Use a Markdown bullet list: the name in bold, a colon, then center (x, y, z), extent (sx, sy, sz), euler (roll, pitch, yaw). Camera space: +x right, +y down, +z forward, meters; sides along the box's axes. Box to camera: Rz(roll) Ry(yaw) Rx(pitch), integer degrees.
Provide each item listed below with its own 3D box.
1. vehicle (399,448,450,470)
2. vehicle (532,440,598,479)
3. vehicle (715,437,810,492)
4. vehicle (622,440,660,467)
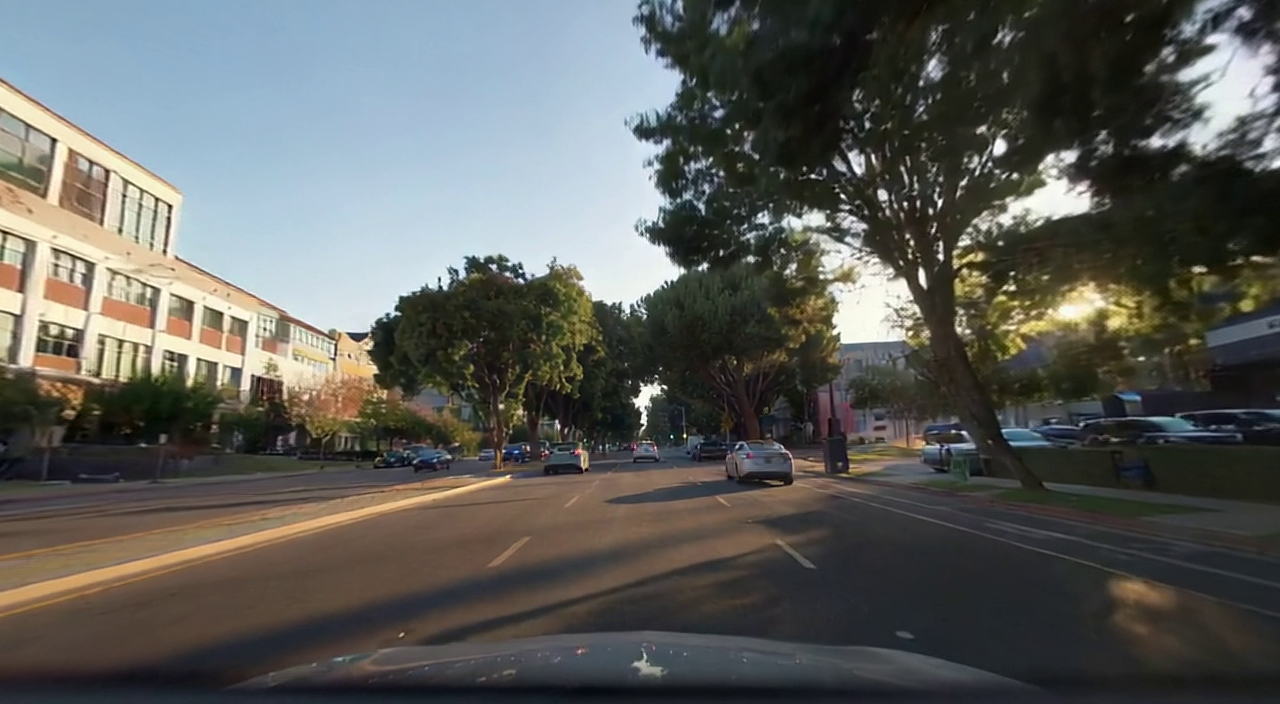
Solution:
- **vehicle**: center (-15.778, 7.849, 46.360), extent (2.018, 1.465, 4.672), euler (0, -8, 1)
- **vehicle**: center (-2.966, 4.379, 25.984), extent (2.082, 1.467, 4.379), euler (0, -8, 1)
- **vehicle**: center (3.655, 3.416, 19.641), extent (1.990, 1.486, 4.431), euler (0, -8, -1)
- **vehicle**: center (0.035, 5.973, 37.180), extent (2.101, 1.480, 3.929), euler (0, -8, 0)
